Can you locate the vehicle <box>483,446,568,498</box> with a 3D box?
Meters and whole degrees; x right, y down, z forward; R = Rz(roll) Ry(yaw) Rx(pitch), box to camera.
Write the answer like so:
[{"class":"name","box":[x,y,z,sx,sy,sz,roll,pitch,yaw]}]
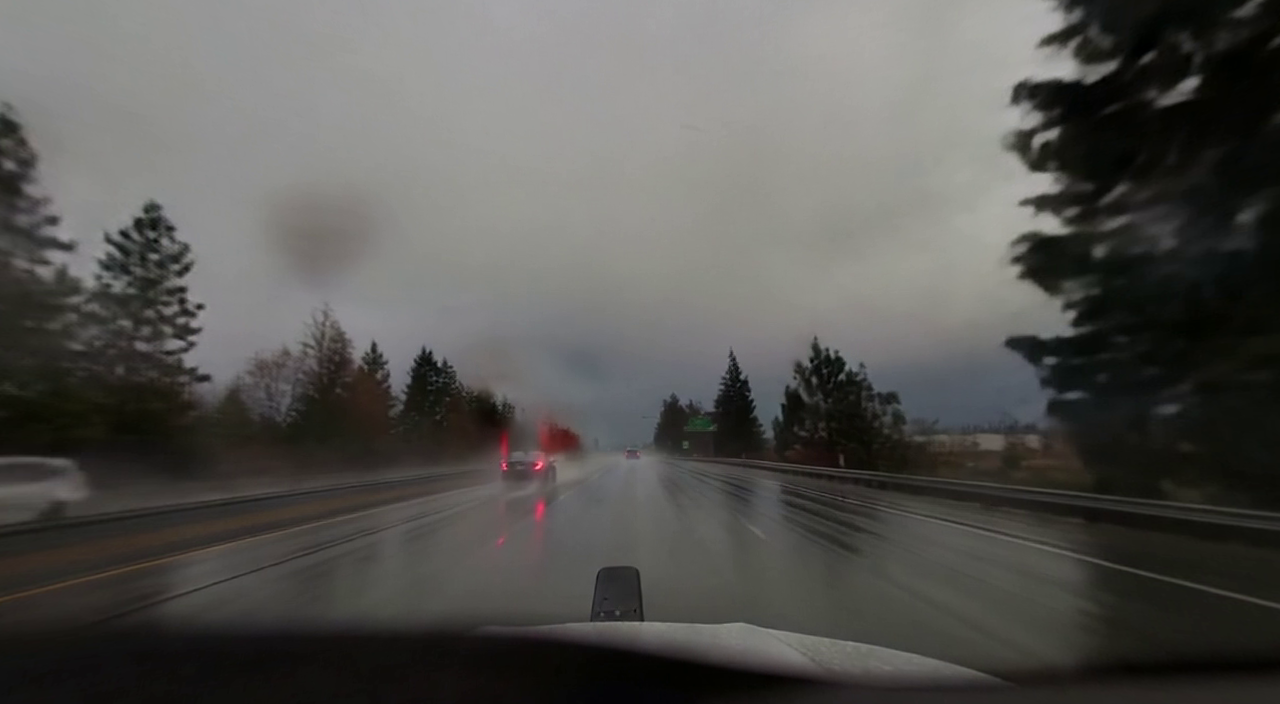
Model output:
[{"class":"vehicle","box":[-3.546,3.783,20.196,1.970,1.492,3.944,0,-9,0]}]
